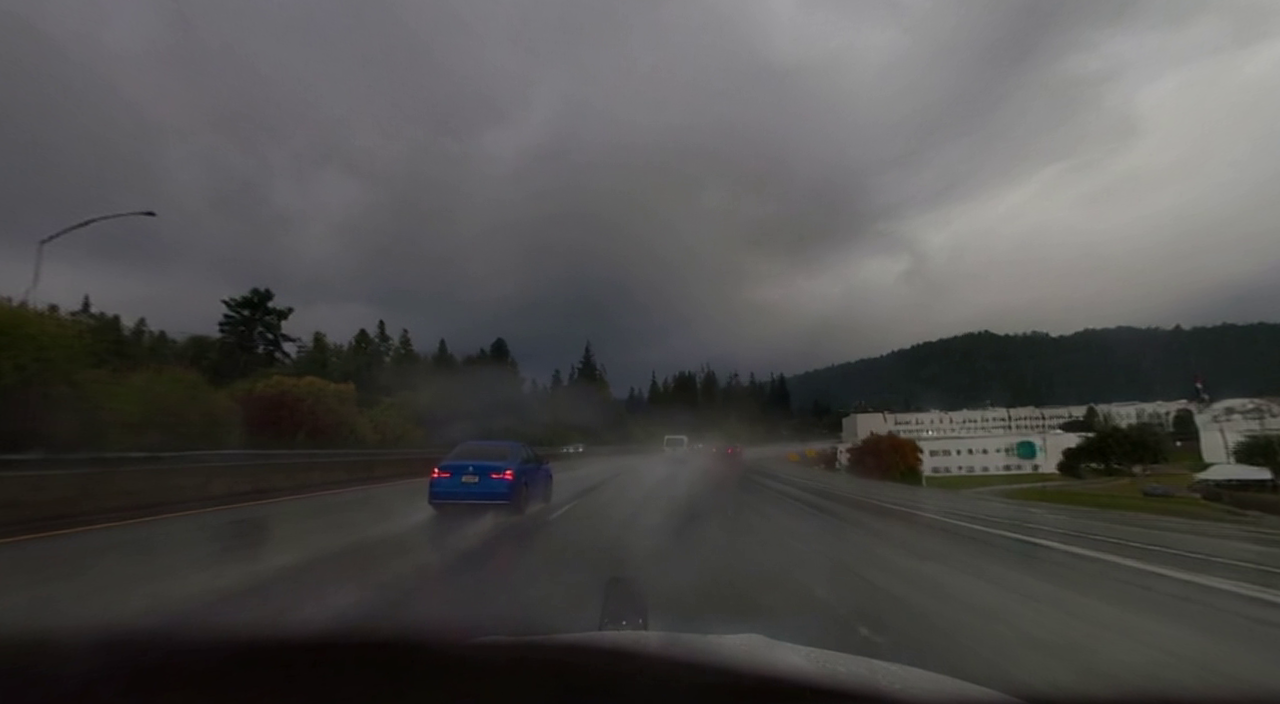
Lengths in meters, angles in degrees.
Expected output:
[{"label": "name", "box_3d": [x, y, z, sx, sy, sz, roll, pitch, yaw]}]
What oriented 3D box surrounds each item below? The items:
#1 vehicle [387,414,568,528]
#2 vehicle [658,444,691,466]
[{"label": "vehicle", "box_3d": [-2.902, 2.283, 12.649, 2.185, 1.823, 4.854, 0, -9, 2]}, {"label": "vehicle", "box_3d": [2.387, 7.087, 43.626, 2.158, 1.458, 3.656, 0, -9, 4]}]
